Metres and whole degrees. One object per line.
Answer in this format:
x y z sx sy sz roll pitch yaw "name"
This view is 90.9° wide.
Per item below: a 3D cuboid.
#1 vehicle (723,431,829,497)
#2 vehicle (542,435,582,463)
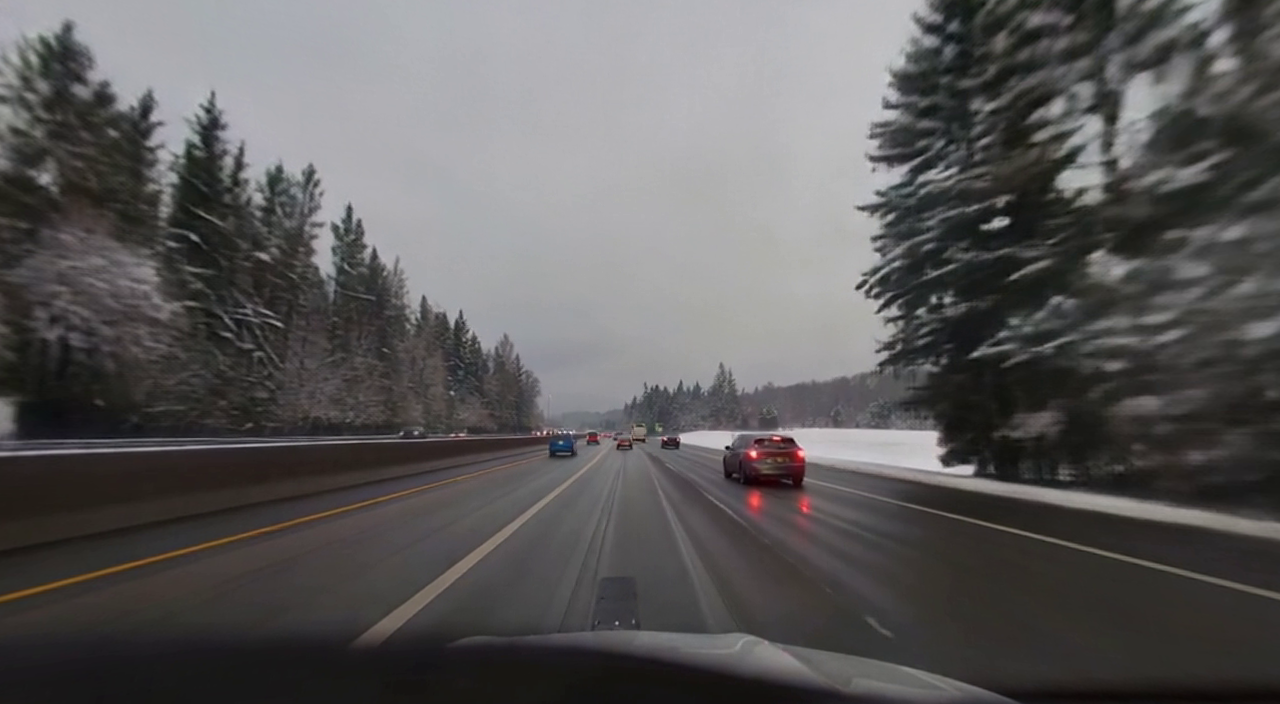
3.495 2.929 16.952 1.883 1.536 3.792 0 -8 -2 "vehicle"
-4.574 5.711 37.417 1.941 1.529 4.111 0 -8 -1 "vehicle"
